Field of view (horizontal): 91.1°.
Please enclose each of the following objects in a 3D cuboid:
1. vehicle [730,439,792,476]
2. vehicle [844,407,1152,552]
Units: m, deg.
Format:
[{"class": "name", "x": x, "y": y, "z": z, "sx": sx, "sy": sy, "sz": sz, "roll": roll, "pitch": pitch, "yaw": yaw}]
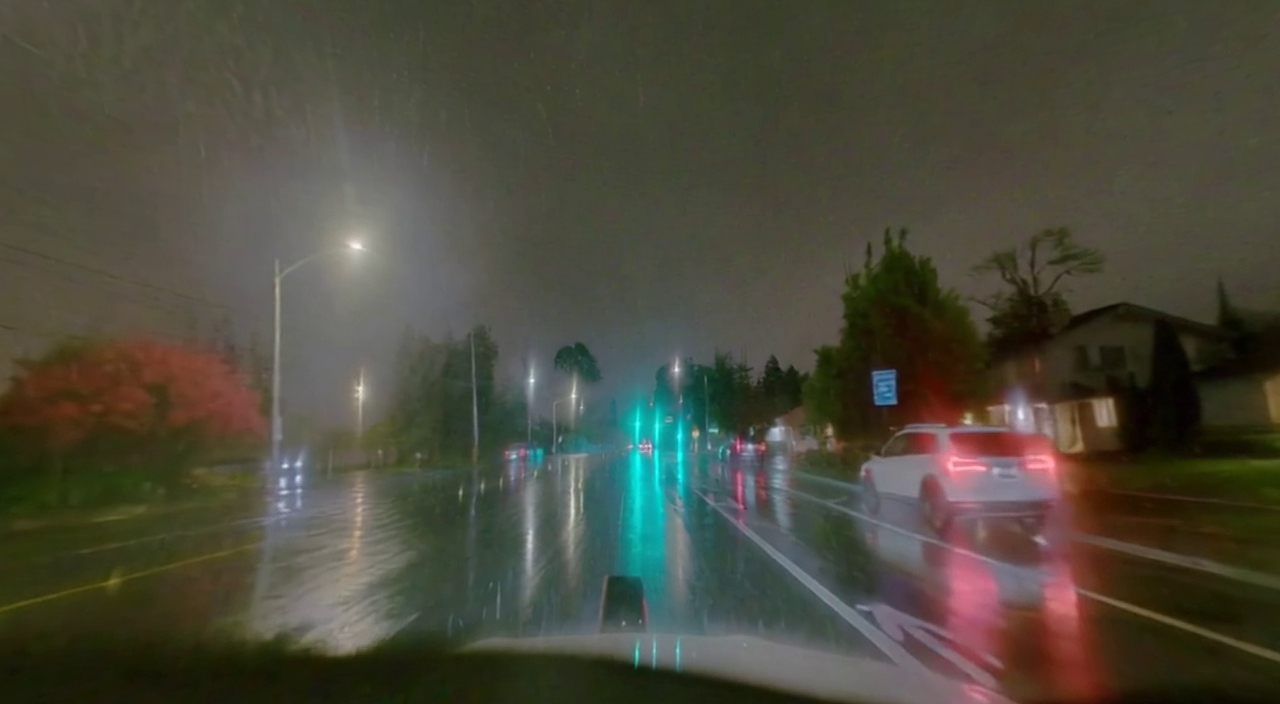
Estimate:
[{"class": "vehicle", "x": 5.362, "y": 4.720, "z": 28.333, "sx": 1.851, "sy": 1.487, "sz": 4.566, "roll": 0, "pitch": -9, "yaw": 0}, {"class": "vehicle", "x": 5.108, "y": 1.895, "z": 10.021, "sx": 2.140, "sy": 1.739, "sz": 4.721, "roll": 0, "pitch": -9, "yaw": 1}]
